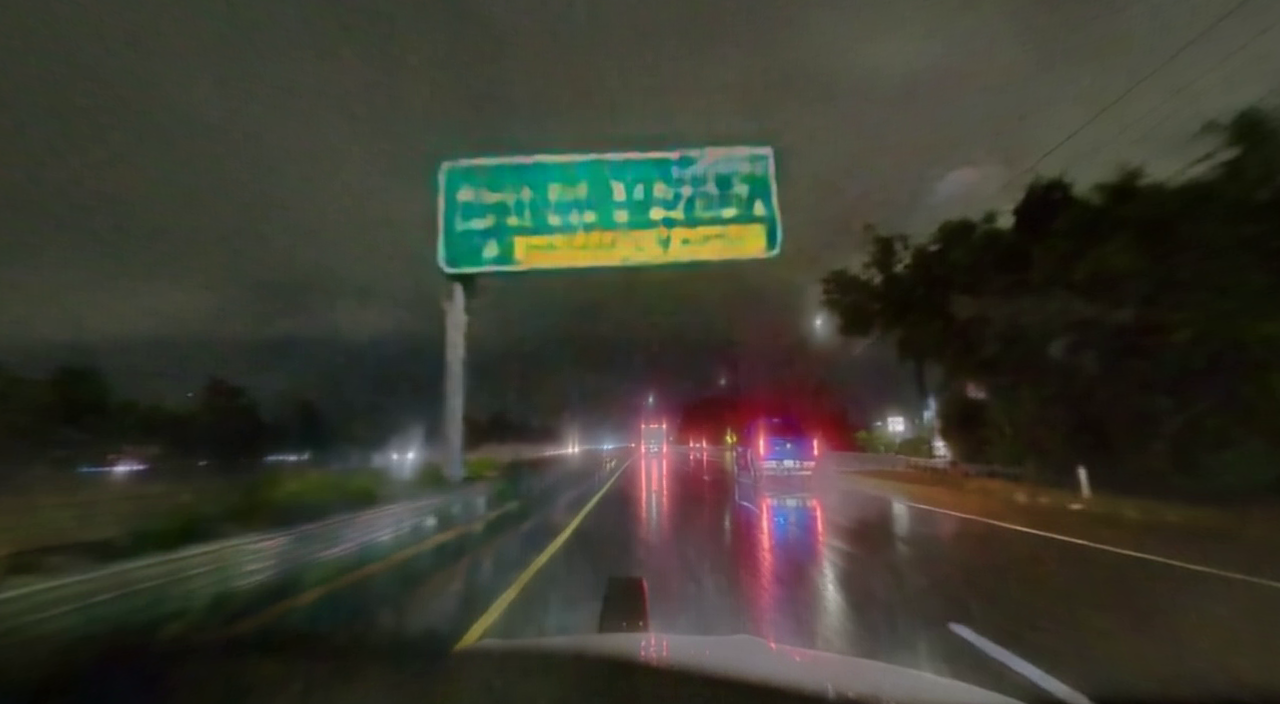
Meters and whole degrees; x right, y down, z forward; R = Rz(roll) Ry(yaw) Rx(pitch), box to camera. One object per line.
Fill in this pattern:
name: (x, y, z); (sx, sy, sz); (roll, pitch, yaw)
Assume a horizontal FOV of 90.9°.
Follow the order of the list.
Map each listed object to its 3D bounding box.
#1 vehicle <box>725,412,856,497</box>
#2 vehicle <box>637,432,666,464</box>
vehicle: (4.251, 3.056, 19.105); (2.594, 2.155, 5.670); (-1, -8, 1)
vehicle: (0.884, 7.372, 48.570); (2.099, 2.260, 4.899); (0, -8, 0)
